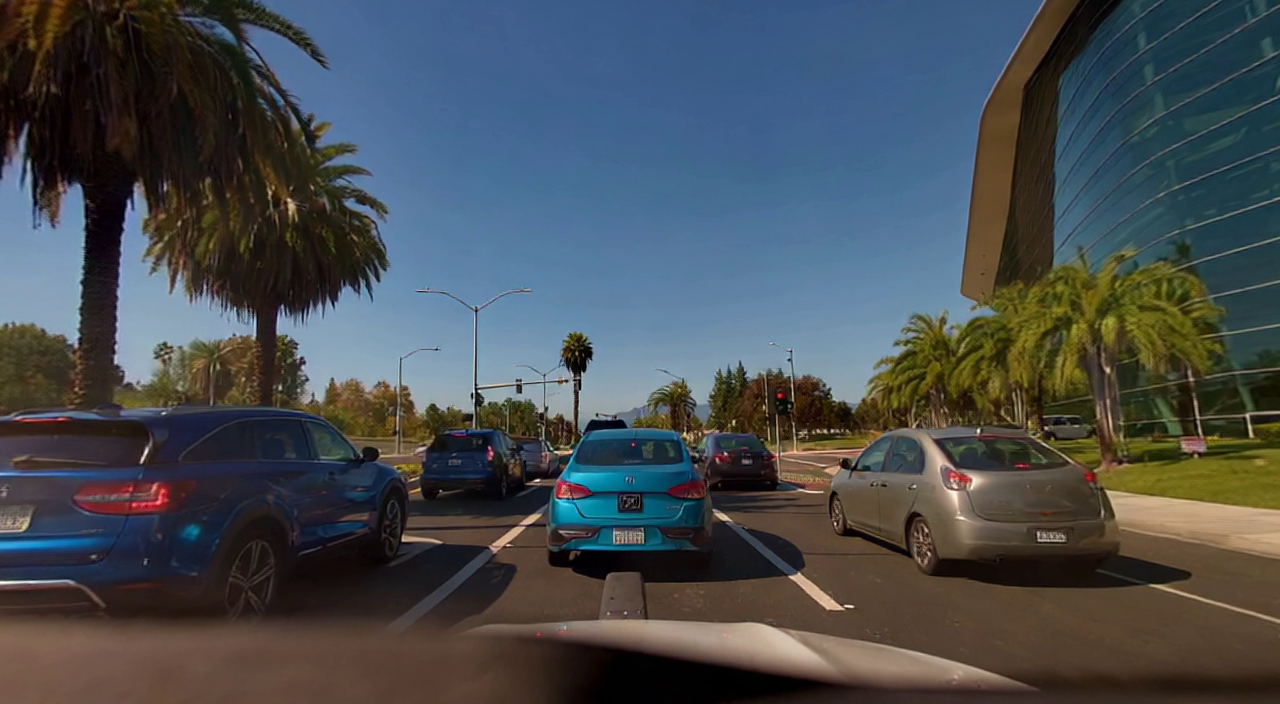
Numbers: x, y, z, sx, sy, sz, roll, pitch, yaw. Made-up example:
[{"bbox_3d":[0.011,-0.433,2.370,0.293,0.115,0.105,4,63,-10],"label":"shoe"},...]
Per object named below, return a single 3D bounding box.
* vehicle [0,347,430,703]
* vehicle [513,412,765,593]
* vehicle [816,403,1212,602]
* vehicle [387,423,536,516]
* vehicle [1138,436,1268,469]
[{"bbox_3d":[-3.537,1.173,5.362,2.014,1.775,4.404,0,-8,-1],"label":"vehicle"},{"bbox_3d":[-0.053,1.653,7.811,2.219,1.586,4.321,0,-8,-1],"label":"vehicle"},{"bbox_3d":[3.835,1.617,7.685,2.064,1.696,4.431,0,-8,0],"label":"vehicle"},{"bbox_3d":[-3.469,2.357,13.074,1.917,1.631,3.768,0,-8,1],"label":"vehicle"},{"bbox_3d":[25.470,4.543,28.652,4.014,1.417,1.777,-1,-8,5],"label":"vehicle"}]
